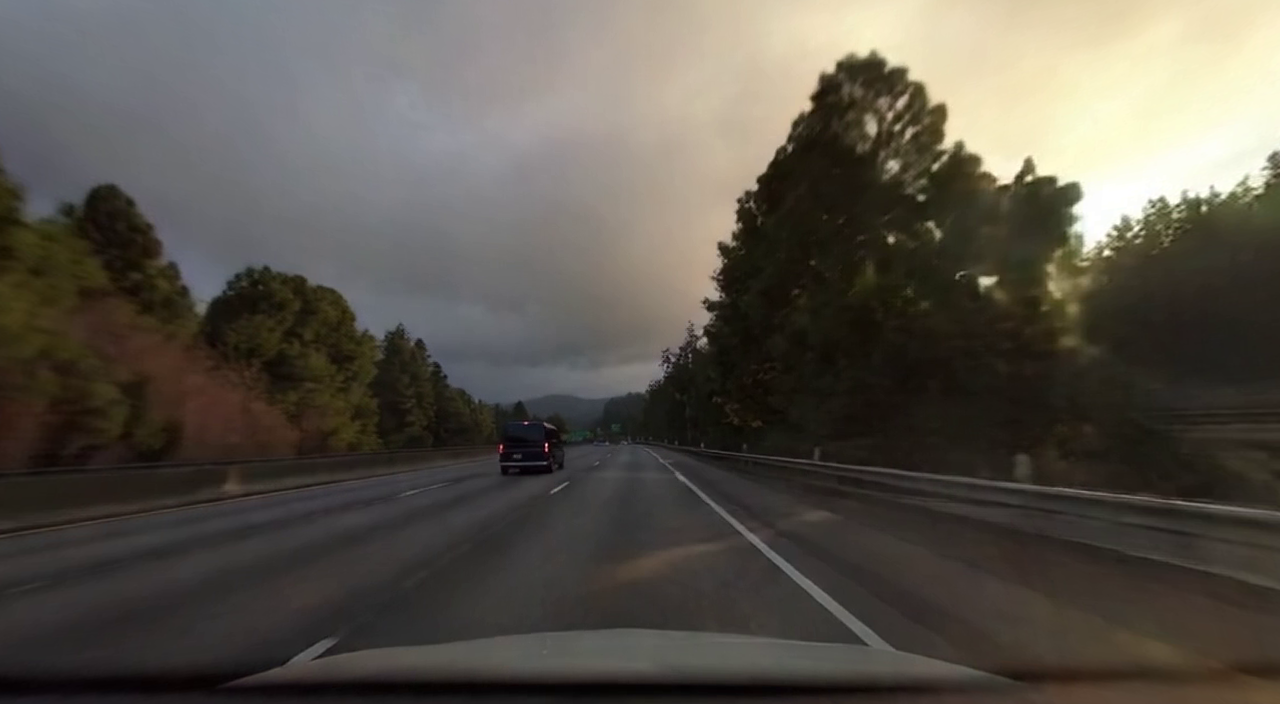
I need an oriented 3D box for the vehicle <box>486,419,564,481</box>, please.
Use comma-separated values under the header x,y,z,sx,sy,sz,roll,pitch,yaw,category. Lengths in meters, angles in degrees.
x,y,z,sx,sy,sz,roll,pitch,yaw,category
-4.077,3.576,23.168,1.976,2.029,4.737,-1,-8,0,vehicle
